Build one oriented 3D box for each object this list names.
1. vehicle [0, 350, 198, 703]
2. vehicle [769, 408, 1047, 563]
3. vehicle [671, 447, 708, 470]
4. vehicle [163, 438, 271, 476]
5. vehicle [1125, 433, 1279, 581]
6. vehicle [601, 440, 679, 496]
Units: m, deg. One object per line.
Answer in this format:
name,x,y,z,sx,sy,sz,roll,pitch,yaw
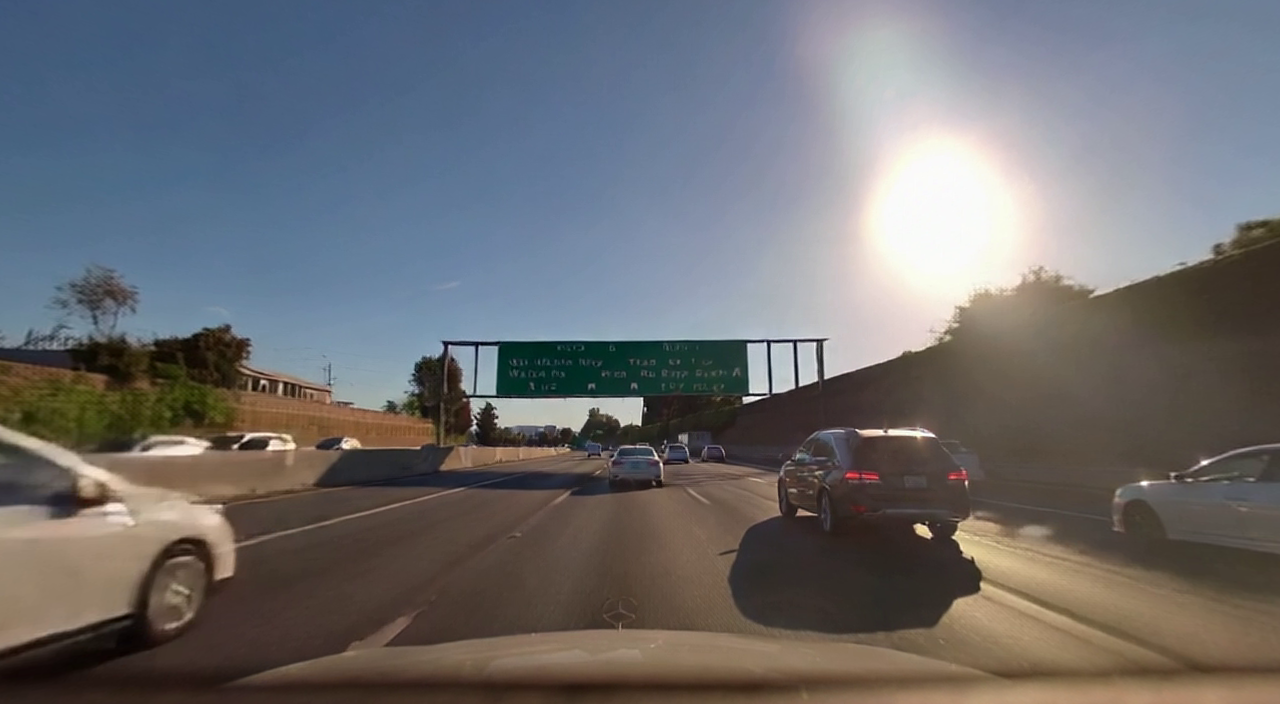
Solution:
vehicle,-4.222,0.699,1.846,2.218,1.776,5.031,0,-9,0
vehicle,3.631,1.921,9.816,2.162,1.800,4.693,0,-9,-1
vehicle,3.303,7.232,43.186,1.998,1.490,4.296,0,-9,-2
vehicle,-21.444,5.354,32.359,2.163,1.774,4.928,0,-9,-1
vehicle,7.366,1.511,6.070,1.872,1.469,4.414,0,-9,0
vehicle,-0.051,3.419,18.900,2.098,1.475,3.997,0,-9,-1
